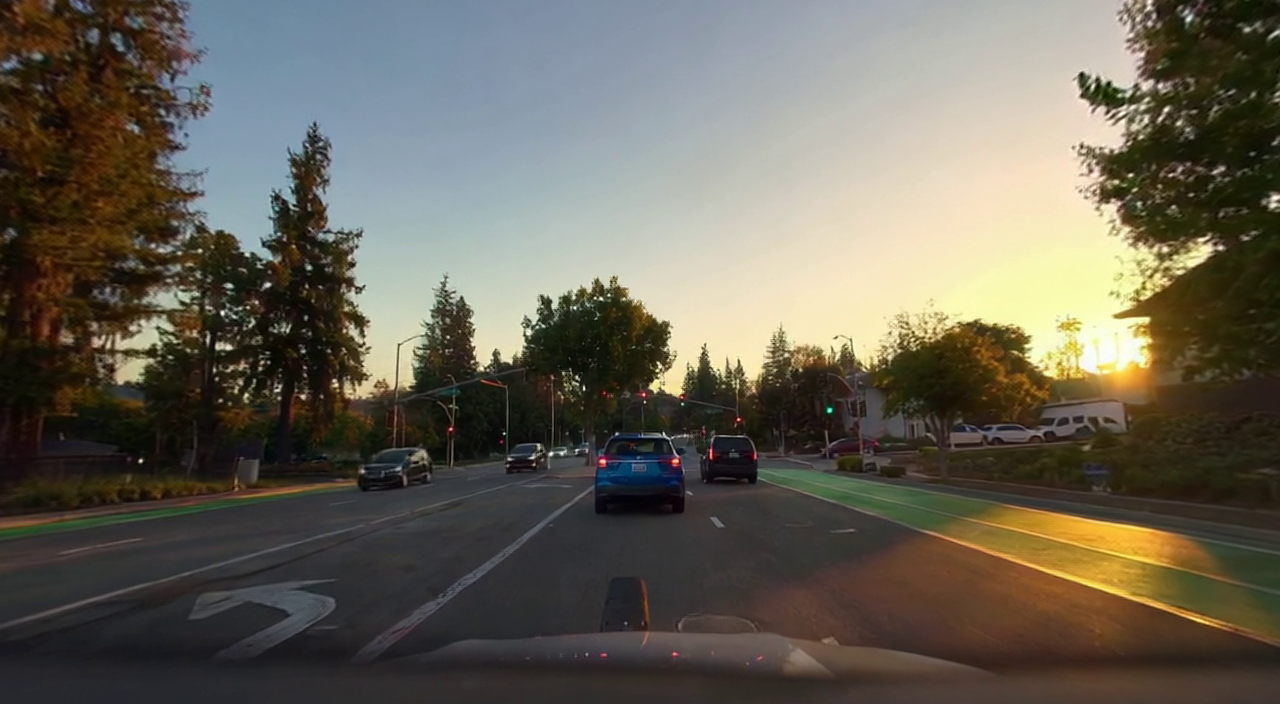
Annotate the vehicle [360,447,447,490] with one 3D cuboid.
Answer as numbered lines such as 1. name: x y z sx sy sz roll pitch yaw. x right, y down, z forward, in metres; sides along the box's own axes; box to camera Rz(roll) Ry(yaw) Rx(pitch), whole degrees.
1. vehicle: -9.966 4.911 26.985 1.886 1.666 4.575 0 -8 0

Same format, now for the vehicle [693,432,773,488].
1. vehicle: 3.223 3.863 22.841 2.189 1.815 4.495 0 -8 0

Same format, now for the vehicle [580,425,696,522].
1. vehicle: -0.026 2.503 13.457 2.109 1.730 3.963 0 -8 0

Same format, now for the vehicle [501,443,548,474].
1. vehicle: -6.907 6.396 38.211 2.005 1.729 4.293 0 -8 0
